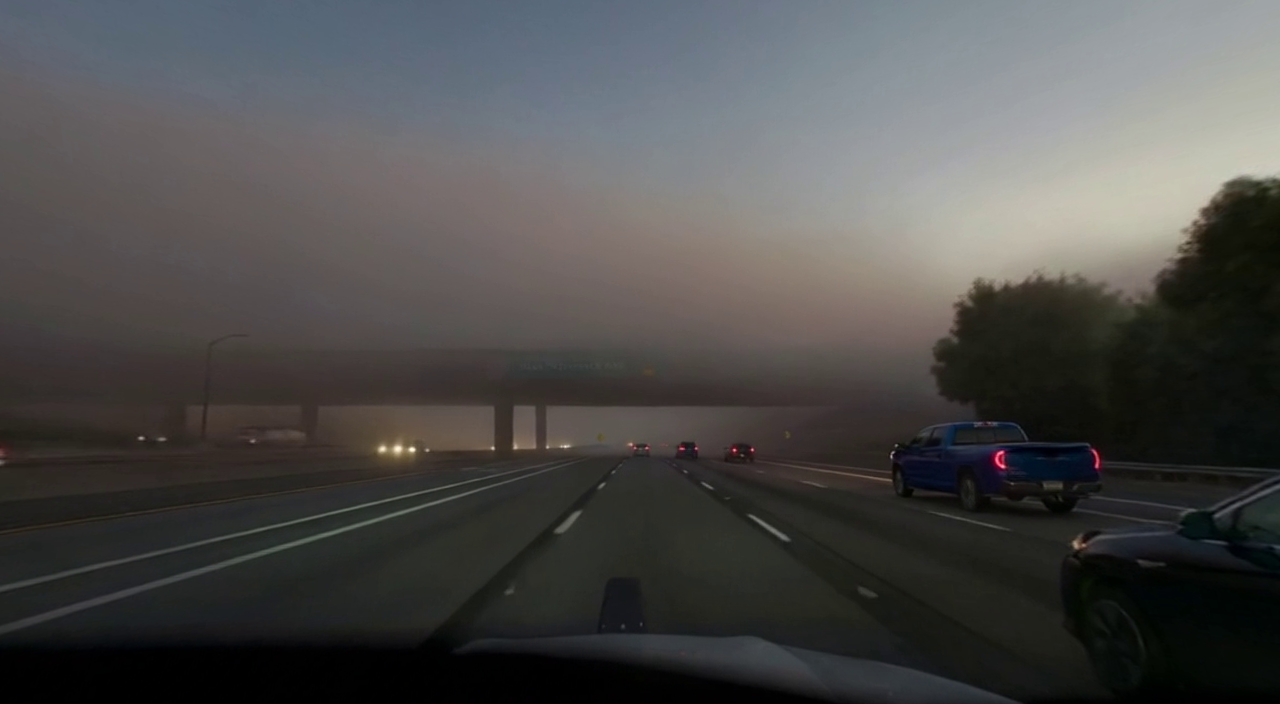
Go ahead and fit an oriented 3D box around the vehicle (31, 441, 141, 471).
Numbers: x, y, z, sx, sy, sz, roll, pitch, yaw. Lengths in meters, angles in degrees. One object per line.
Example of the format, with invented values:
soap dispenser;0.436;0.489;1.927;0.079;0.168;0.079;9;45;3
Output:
vehicle;-32.090;6.042;36.765;1.965;1.603;4.660;-1;-8;4

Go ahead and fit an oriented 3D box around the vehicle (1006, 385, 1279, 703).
vehicle;3.214;0.749;1.241;2.119;1.524;4.807;0;-8;0
